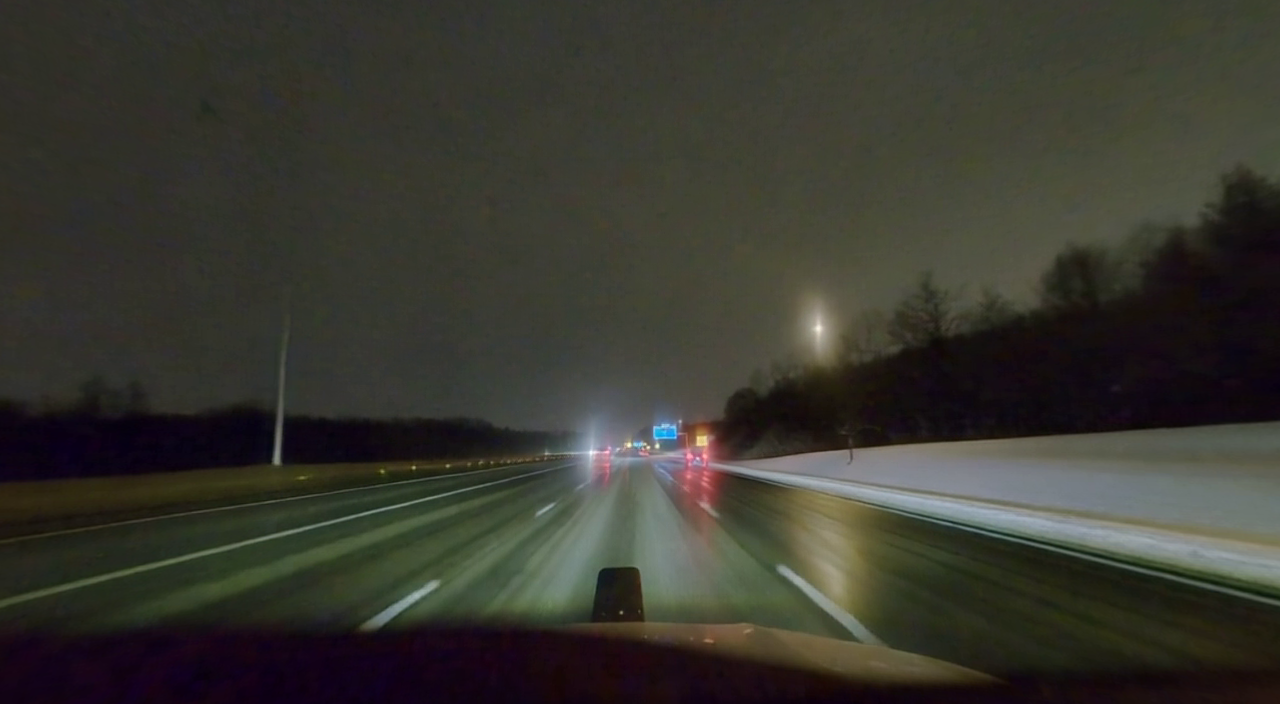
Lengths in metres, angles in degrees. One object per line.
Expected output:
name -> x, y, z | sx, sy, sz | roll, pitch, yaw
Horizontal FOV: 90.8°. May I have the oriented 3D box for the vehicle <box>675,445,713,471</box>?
vehicle -> 3.709, 7.424, 44.304 | 2.133, 1.746, 4.511 | 0, -9, -1
